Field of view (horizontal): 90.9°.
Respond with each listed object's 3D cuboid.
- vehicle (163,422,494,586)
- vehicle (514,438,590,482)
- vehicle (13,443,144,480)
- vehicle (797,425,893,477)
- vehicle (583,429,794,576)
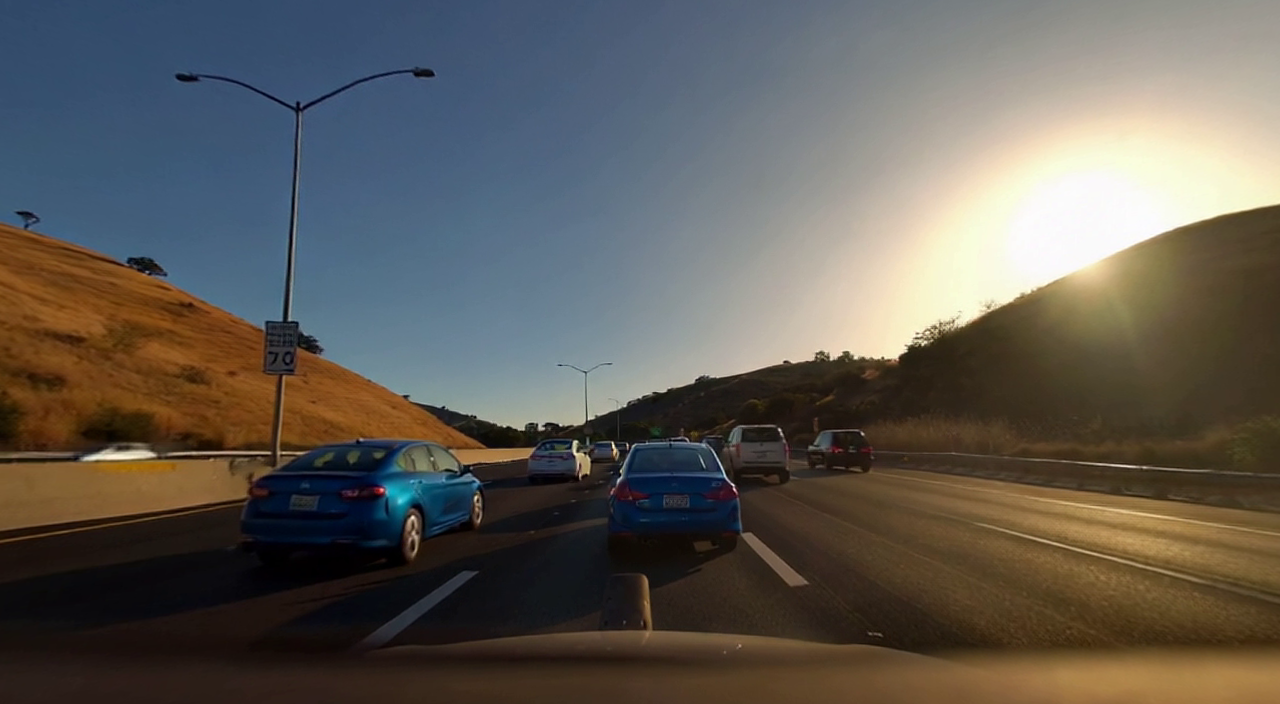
[{"bbox_3d":[-3.434,1.752,8.144,2.033,1.513,4.333,0,-8,1],"label":"vehicle"},{"bbox_3d":[-3.119,3.933,23.252,2.017,1.446,4.384,-1,-8,2],"label":"vehicle"},{"bbox_3d":[-24.812,4.818,28.136,1.800,1.498,4.371,0,-8,0],"label":"vehicle"},{"bbox_3d":[7.593,3.714,23.894,2.071,1.754,4.586,0,-8,0],"label":"vehicle"},{"bbox_3d":[0.498,1.781,8.235,2.072,1.431,3.904,0,-8,1],"label":"vehicle"}]
